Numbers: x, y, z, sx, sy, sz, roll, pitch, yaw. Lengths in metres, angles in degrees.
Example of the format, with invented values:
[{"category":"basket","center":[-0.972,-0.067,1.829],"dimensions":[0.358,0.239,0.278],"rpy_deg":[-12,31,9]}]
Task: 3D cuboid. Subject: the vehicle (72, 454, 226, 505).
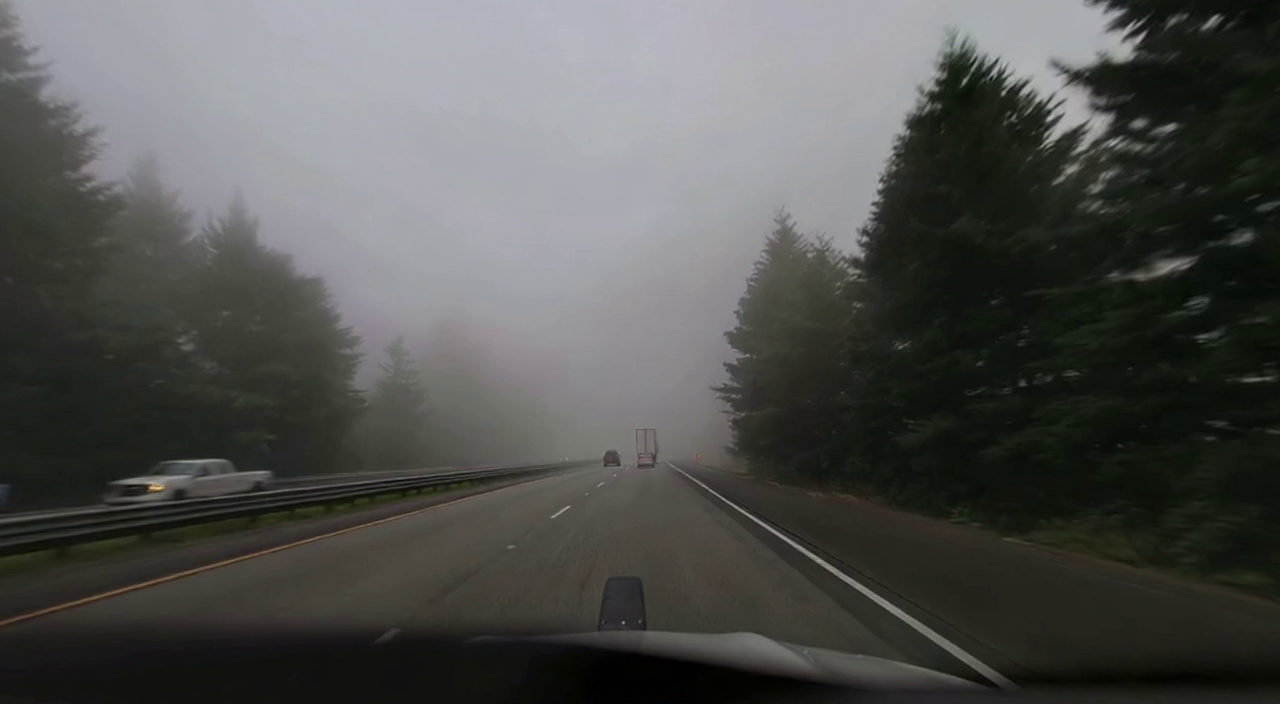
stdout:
[{"category":"vehicle","center":[-15.457,3.991,20.145],"dimensions":[1.784,1.425,3.783],"rpy_deg":[0,-9,1]}]
